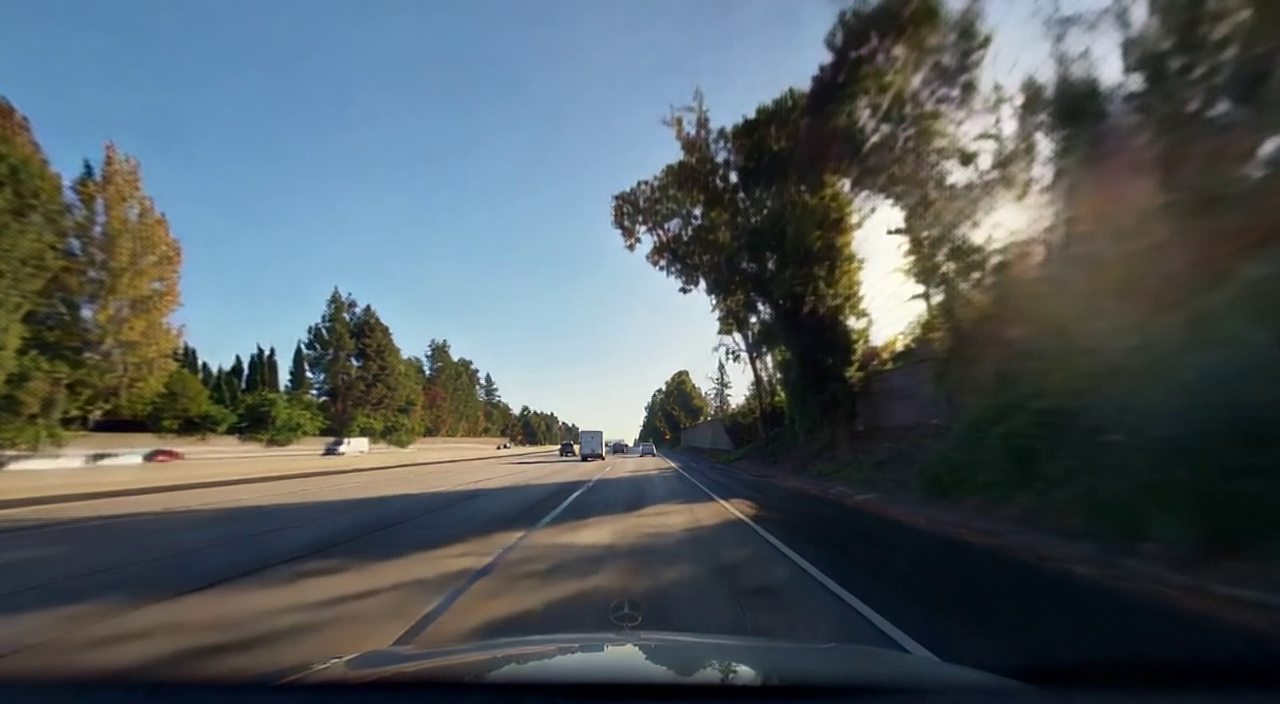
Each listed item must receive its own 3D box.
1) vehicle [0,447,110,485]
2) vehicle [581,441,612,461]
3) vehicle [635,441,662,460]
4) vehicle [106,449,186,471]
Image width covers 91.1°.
[{"bbox_3d":[-25.299,4.766,26.614,1.825,1.455,4.385,0,-8,0],"label":"vehicle"},{"bbox_3d":[-3.266,7.506,47.698,2.046,1.478,4.111,0,-8,0],"label":"vehicle"},{"bbox_3d":[0.642,7.680,49.023,2.057,1.453,3.926,0,-8,0],"label":"vehicle"},{"bbox_3d":[-35.939,7.865,45.833,1.859,1.473,4.803,0,-8,1],"label":"vehicle"}]
